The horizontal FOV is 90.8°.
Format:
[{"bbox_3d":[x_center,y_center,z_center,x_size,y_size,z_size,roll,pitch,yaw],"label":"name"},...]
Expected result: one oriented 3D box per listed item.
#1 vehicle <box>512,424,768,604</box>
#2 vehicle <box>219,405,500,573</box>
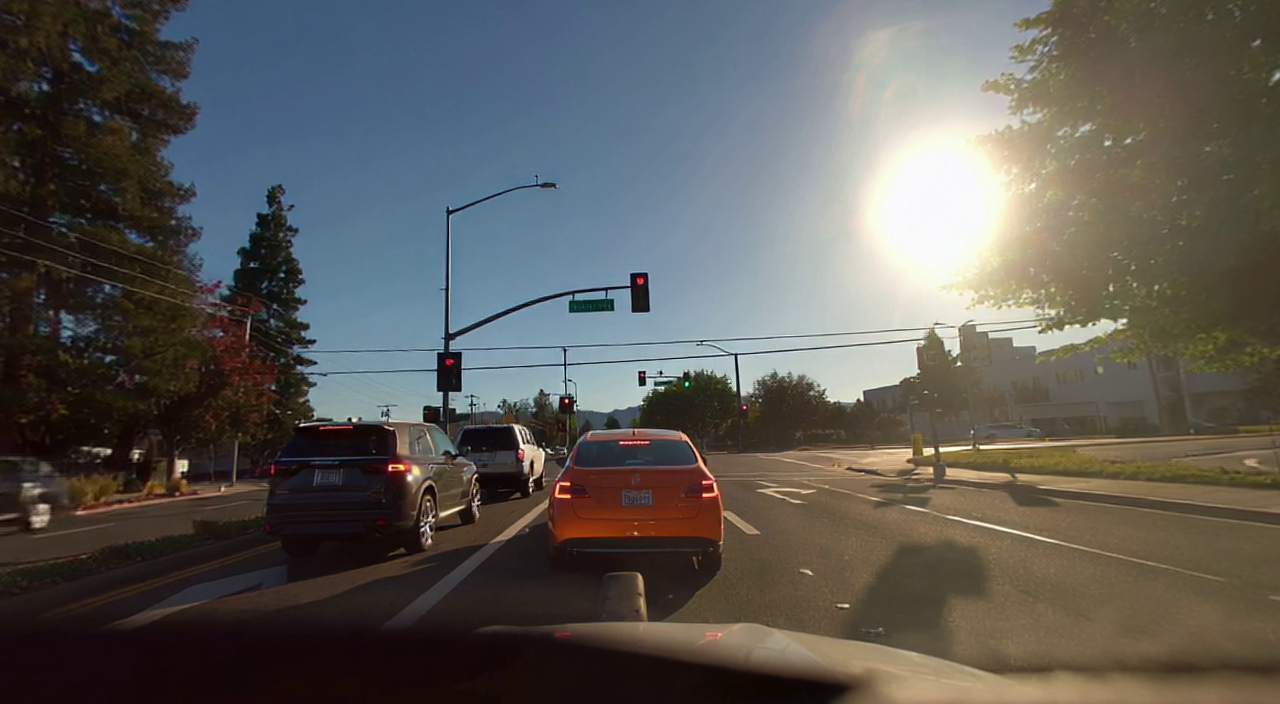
[{"bbox_3d":[-0.054,1.642,7.312,2.126,1.475,3.967,0,-8,-2],"label":"vehicle"},{"bbox_3d":[-3.432,1.759,8.847,2.046,1.751,4.208,0,-8,-1],"label":"vehicle"}]
